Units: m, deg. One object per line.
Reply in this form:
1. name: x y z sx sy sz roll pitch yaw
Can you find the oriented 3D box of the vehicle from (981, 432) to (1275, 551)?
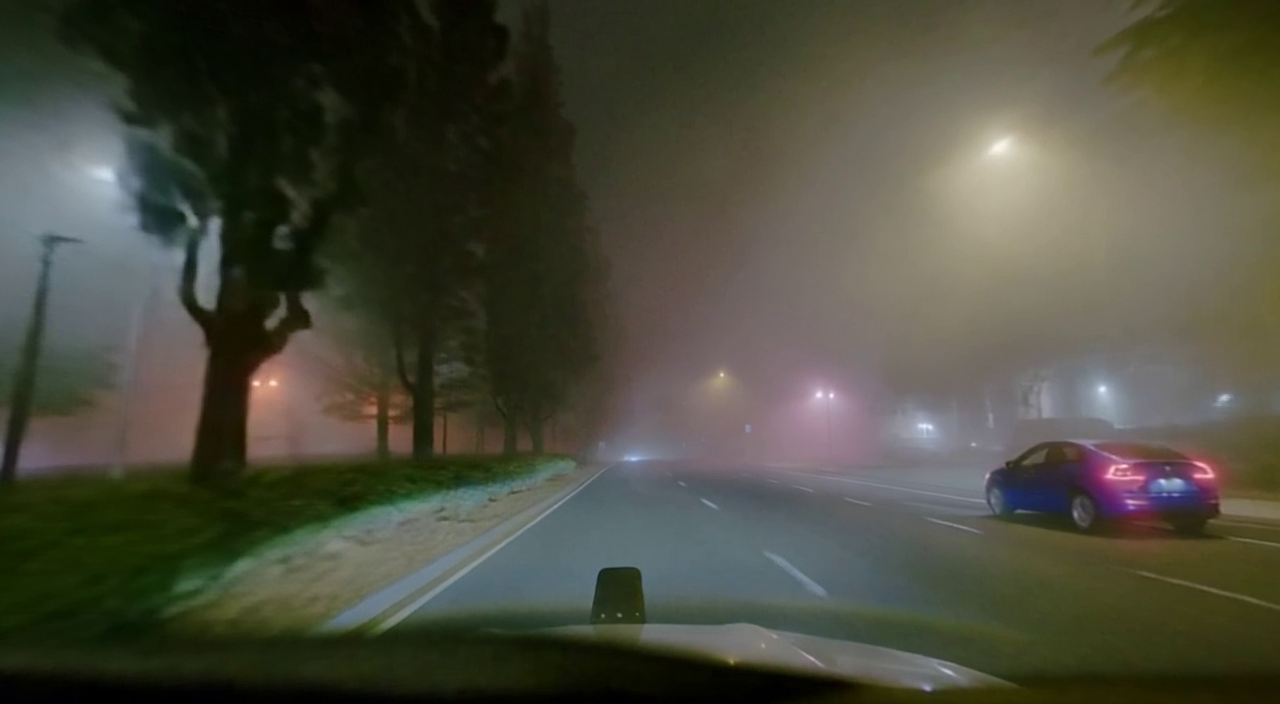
1. vehicle: 7.257 2.058 9.928 1.797 1.518 3.433 0 -8 -1
